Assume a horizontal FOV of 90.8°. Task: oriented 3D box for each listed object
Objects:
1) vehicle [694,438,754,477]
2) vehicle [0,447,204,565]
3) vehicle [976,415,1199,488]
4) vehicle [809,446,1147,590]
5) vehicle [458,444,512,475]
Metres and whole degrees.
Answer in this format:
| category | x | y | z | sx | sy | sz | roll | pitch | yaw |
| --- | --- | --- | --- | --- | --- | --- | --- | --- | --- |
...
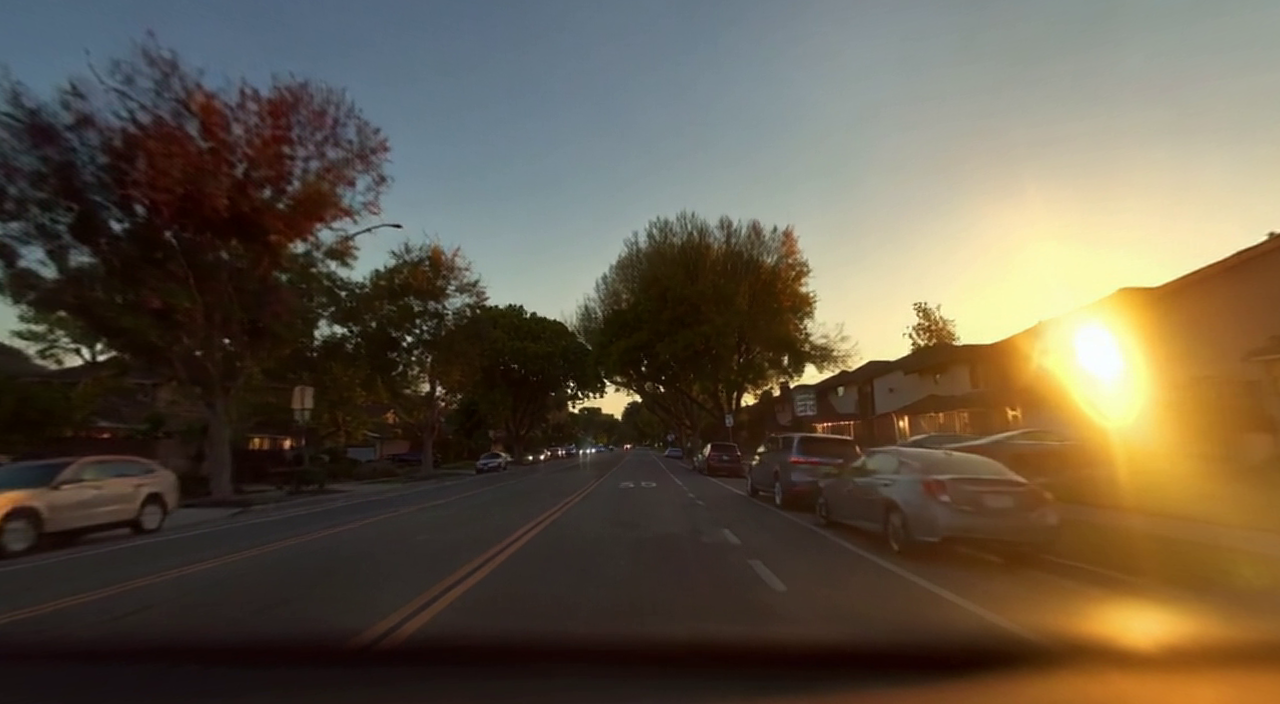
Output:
| category | x | y | z | sx | sy | sz | roll | pitch | yaw |
| --- | --- | --- | --- | --- | --- | --- | --- | --- | --- |
| vehicle | 4.132 | 5.291 | 31.883 | 2.254 | 1.812 | 4.817 | 0 | -8 | -1 |
| vehicle | -10.765 | 2.667 | 11.433 | 2.093 | 1.767 | 5.120 | -1 | -9 | 0 |
| vehicle | 11.947 | 2.697 | 17.153 | 4.415 | 1.705 | 1.914 | -3 | -9 | 4 |
| vehicle | 4.126 | 2.070 | 8.979 | 2.087 | 1.454 | 4.914 | 0 | -8 | 0 |
| vehicle | -10.745 | 7.524 | 44.302 | 2.338 | 1.871 | 5.795 | -3 | -9 | 0 |
